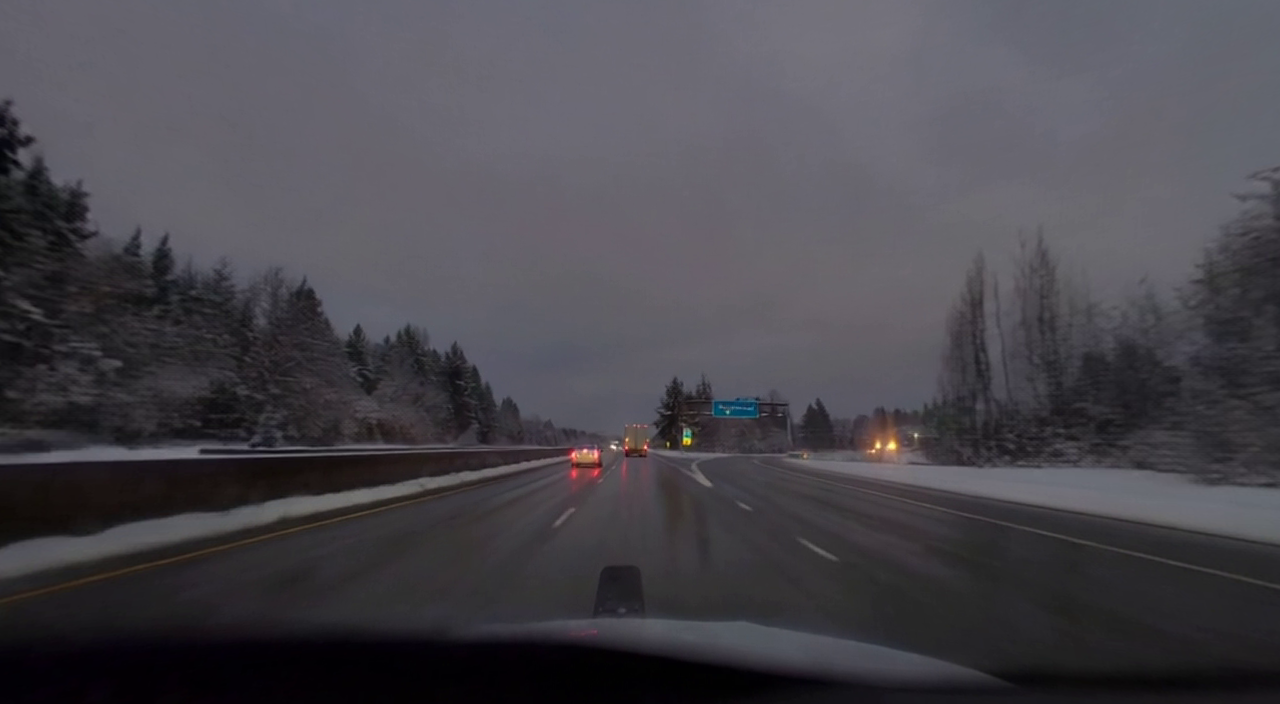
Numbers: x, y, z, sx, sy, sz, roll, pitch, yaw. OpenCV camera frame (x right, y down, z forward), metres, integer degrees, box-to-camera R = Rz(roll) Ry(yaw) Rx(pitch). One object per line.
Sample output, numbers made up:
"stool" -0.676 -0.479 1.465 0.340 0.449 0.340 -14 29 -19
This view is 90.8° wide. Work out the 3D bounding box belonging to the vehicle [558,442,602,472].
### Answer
"vehicle" -3.389 6.071 36.623 2.184 1.574 5.004 0 -9 -1
